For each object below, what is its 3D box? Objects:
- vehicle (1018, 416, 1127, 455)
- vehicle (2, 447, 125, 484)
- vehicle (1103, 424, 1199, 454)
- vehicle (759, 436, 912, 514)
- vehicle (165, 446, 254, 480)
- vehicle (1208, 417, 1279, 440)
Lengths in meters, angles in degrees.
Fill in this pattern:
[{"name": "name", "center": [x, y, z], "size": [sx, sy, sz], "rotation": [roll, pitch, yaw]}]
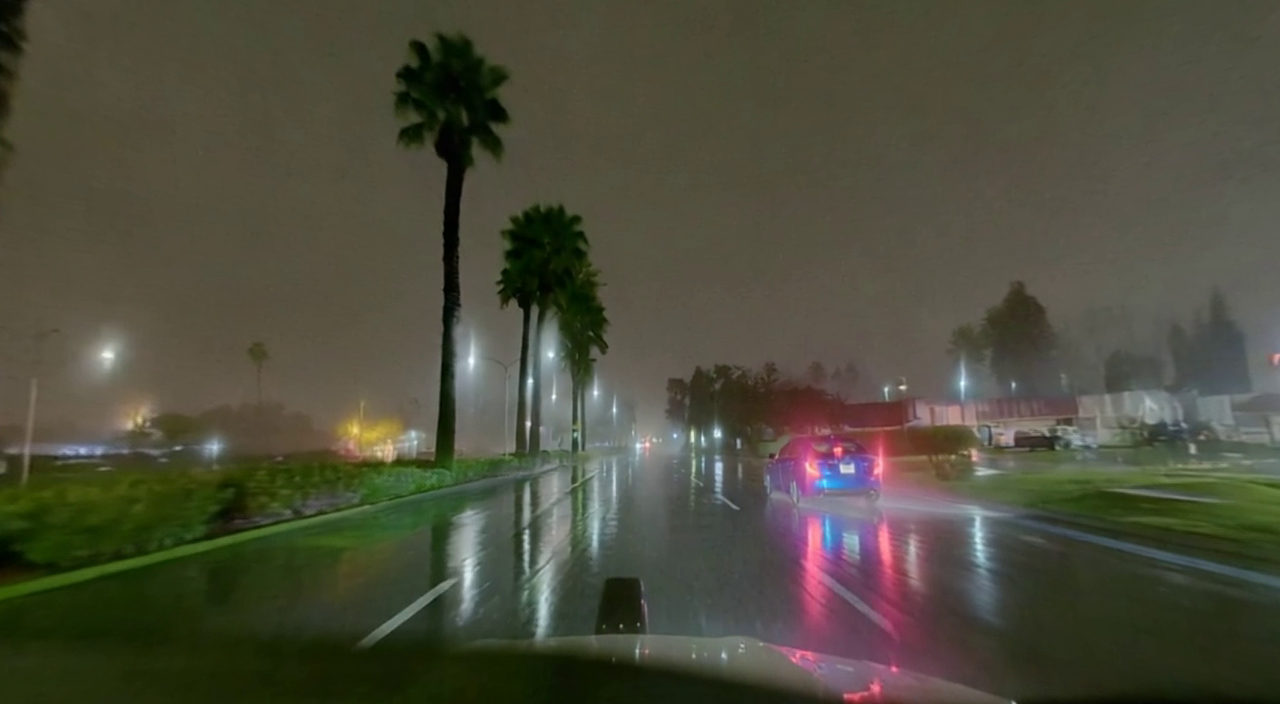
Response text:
[{"name": "vehicle", "center": [29.371, 5.736, 43.042], "size": [5.519, 2.389, 2.350], "rotation": [-2, -9, 1]}, {"name": "vehicle", "center": [-33.177, 6.519, 36.624], "size": [2.216, 1.965, 5.147], "rotation": [0, -8, 0]}, {"name": "vehicle", "center": [34.703, 5.940, 42.979], "size": [4.676, 1.741, 1.948], "rotation": [-2, -10, 0]}, {"name": "vehicle", "center": [4.082, 2.621, 14.041], "size": [1.978, 1.442, 4.262], "rotation": [0, -8, -1]}, {"name": "vehicle", "center": [-27.699, 7.126, 40.889], "size": [2.091, 1.981, 4.836], "rotation": [1, -9, 3]}, {"name": "vehicle", "center": [46.717, 5.919, 48.877], "size": [3.668, 1.500, 1.642], "rotation": [-8, -11, 28]}]
